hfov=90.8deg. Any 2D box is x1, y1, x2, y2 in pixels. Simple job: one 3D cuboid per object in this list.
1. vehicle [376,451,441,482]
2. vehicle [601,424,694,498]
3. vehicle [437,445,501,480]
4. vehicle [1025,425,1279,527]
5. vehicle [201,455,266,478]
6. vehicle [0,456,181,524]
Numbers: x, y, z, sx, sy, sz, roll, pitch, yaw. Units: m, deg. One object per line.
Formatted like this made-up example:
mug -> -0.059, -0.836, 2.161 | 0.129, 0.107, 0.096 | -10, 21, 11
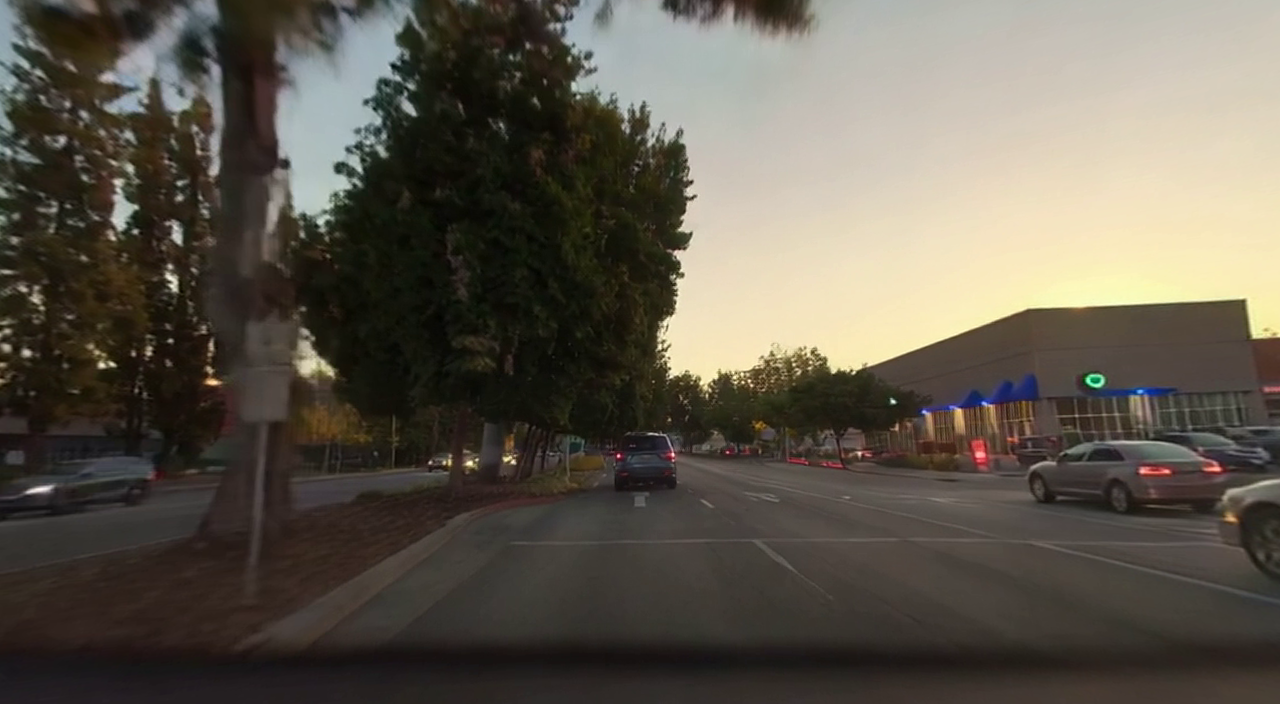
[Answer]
vehicle -> -12.525, 6.194, 34.469 | 1.866, 1.491, 4.495 | 0, -8, 0
vehicle -> 0.043, 3.172, 18.733 | 2.300, 1.870, 4.936 | 0, -8, -4
vehicle -> -8.778, 5.680, 32.803 | 2.120, 1.628, 4.331 | 0, -8, 0
vehicle -> 9.457, 2.194, 11.774 | 1.894, 1.517, 4.419 | -1, -8, 2
vehicle -> -29.589, 8.331, 46.068 | 3.520, 1.405, 1.750 | -3, -10, -1
vehicle -> -16.000, 3.828, 18.149 | 1.952, 1.569, 4.886 | 0, -8, -1
